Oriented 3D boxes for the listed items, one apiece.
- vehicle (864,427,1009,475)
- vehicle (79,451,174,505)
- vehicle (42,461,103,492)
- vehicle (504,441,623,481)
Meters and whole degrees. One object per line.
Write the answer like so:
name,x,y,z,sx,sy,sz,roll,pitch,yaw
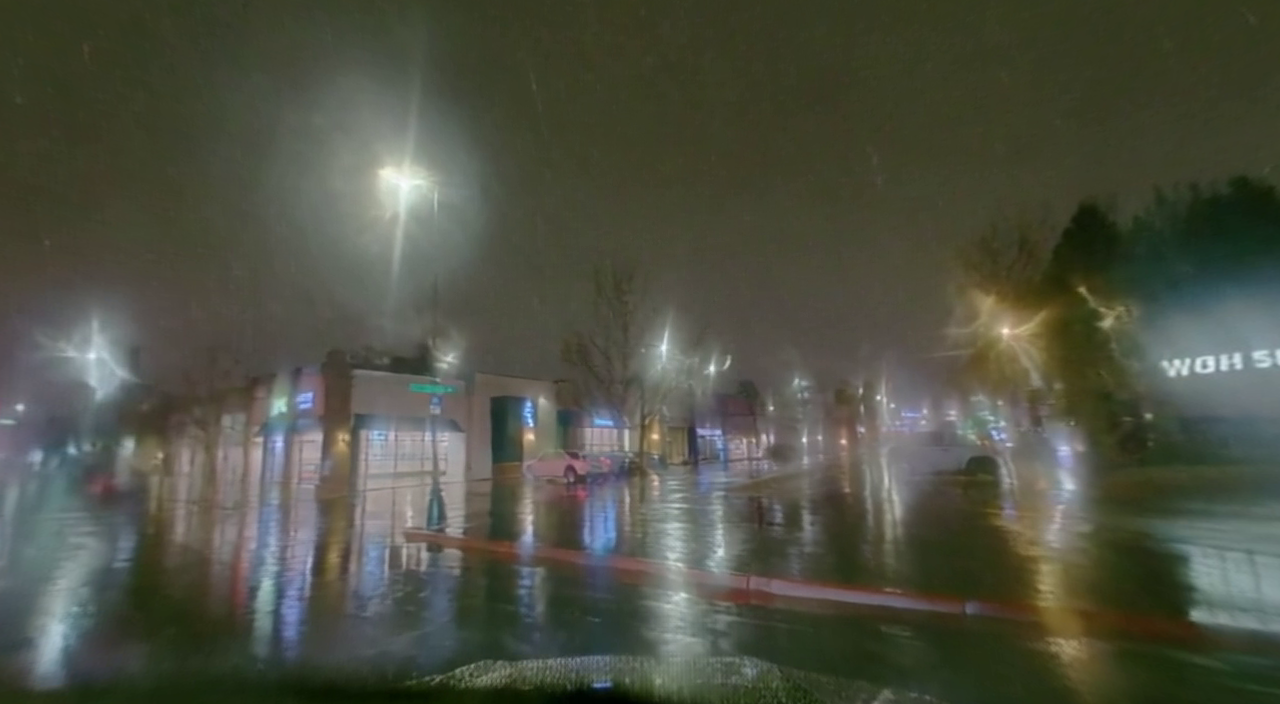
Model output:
vehicle,11.394,3.822,24.380,4.706,1.663,1.993,-6,-10,34
vehicle,-21.418,5.148,26.235,4.748,2.013,2.150,-9,-12,41
vehicle,-34.497,7.510,38.273,4.194,1.691,2.053,-7,-11,40
vehicle,-3.319,4.734,27.477,4.814,1.618,1.869,-3,-9,19
